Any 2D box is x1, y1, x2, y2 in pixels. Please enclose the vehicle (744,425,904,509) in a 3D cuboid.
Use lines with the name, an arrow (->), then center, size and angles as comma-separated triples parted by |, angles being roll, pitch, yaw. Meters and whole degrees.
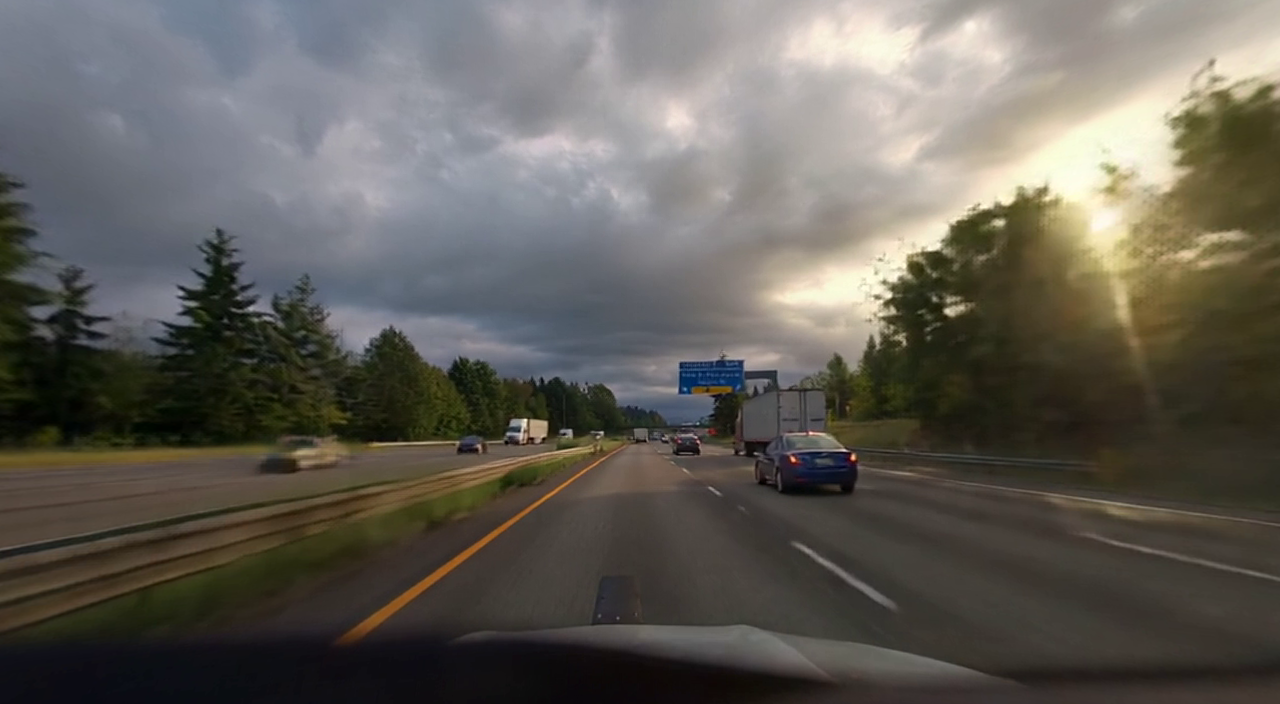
vehicle -> 3.735, 2.406, 13.754 | 1.986, 1.501, 4.529 | 0, -8, -2

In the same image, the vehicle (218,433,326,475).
vehicle -> -13.421, 3.725, 23.254 | 1.752, 1.411, 3.734 | 0, -8, 0

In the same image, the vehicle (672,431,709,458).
vehicle -> 3.308, 6.169, 42.078 | 2.011, 1.672, 4.415 | 0, -8, -2
